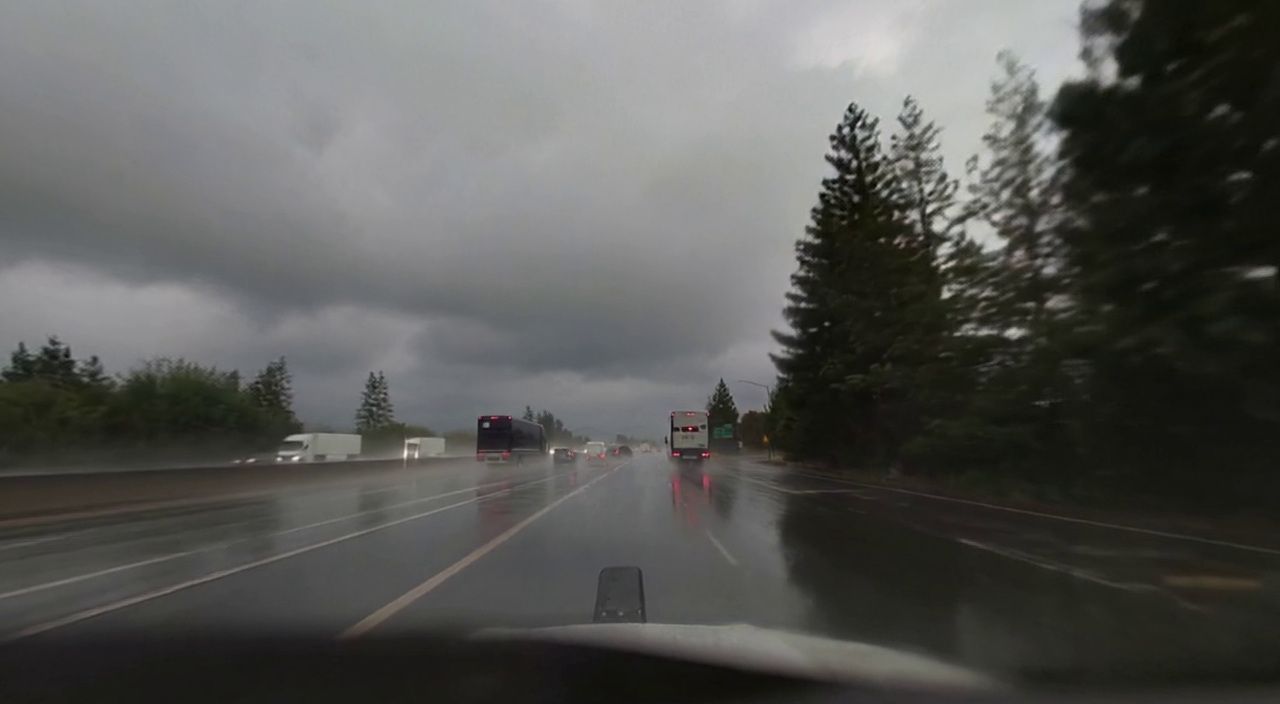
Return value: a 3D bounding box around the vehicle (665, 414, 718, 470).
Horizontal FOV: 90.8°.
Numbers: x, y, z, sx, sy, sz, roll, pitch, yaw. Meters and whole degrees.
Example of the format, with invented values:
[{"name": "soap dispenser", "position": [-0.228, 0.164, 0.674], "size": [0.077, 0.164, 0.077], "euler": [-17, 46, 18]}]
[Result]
[{"name": "vehicle", "position": [3.653, 6.950, 48.015], "size": [2.928, 3.595, 13.975], "euler": [0, -9, 0]}]
